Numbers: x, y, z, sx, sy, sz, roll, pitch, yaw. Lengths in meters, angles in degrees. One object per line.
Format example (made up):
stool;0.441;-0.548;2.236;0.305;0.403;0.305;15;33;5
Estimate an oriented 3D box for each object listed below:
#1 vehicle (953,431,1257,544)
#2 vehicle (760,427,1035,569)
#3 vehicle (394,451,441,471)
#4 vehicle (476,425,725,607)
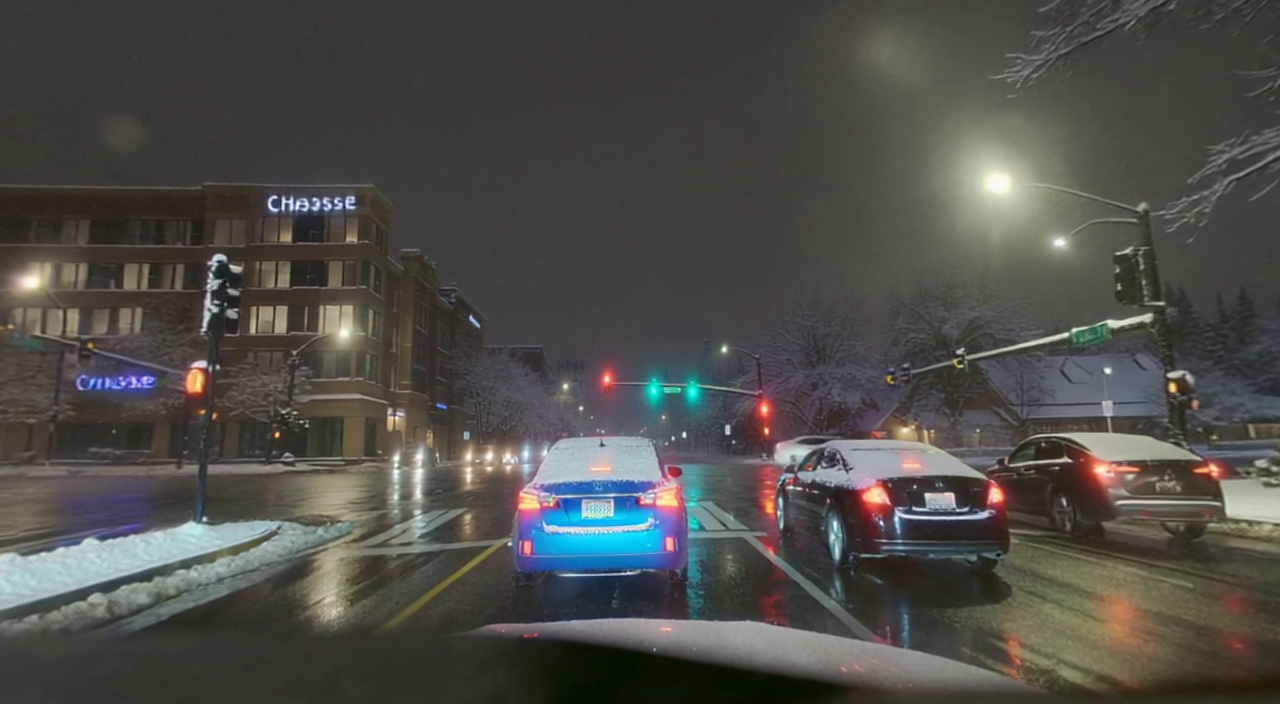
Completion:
vehicle;7.438;2.164;10.783;1.908;1.517;4.182;0;-8;-1
vehicle;3.209;1.887;8.966;2.042;1.508;4.109;0;-8;-2
vehicle;-17.131;8.384;48.680;2.048;1.463;4.530;0;-8;-1
vehicle;-0.374;1.653;7.283;2.059;1.477;3.988;0;-8;-1
